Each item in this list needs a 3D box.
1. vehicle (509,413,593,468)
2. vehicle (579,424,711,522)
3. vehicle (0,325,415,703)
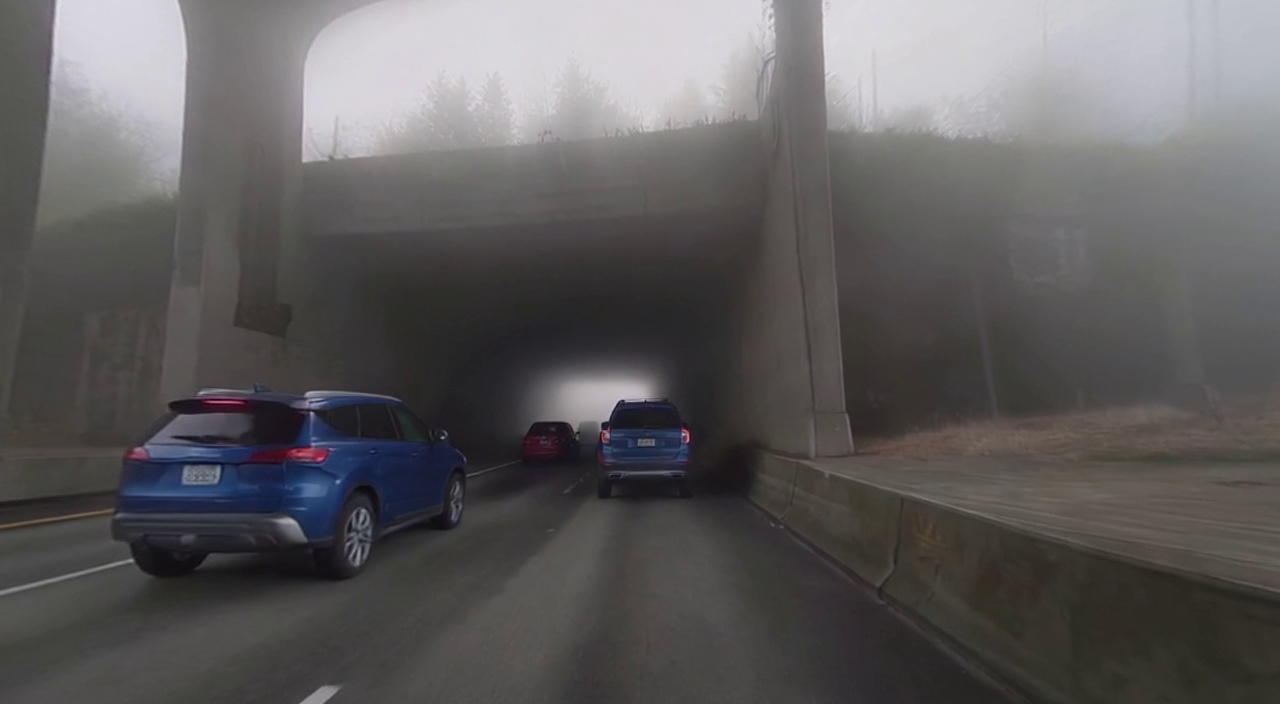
[{"bbox_3d":[-3.394,3.602,25.456,2.329,1.948,5.800,0,-8,2],"label":"vehicle"},{"bbox_3d":[0.041,2.159,11.759,2.020,1.478,4.092,0,-8,-1],"label":"vehicle"},{"bbox_3d":[-3.568,1.093,4.718,2.017,1.761,4.572,0,-8,1],"label":"vehicle"}]
